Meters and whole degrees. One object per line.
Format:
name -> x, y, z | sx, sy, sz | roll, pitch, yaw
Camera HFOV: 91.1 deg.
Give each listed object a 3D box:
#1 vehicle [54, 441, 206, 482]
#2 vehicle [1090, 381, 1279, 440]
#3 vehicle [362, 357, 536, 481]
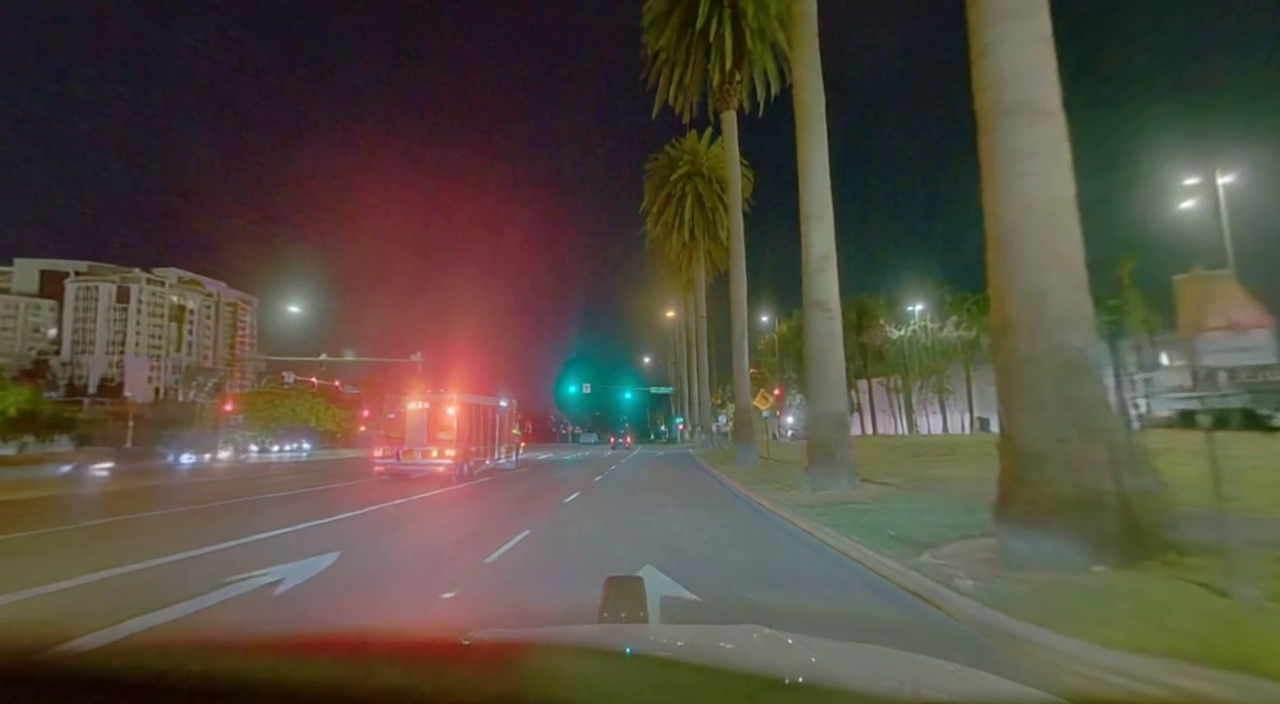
vehicle -> -21.656, 4.642, 27.037 | 2.052, 1.594, 5.203 | 0, -8, 2
vehicle -> 15.089, 1.582, 16.640 | 4.663, 1.457, 2.045 | -1, -7, 2
vehicle -> -6.699, 2.868, 24.782 | 3.008, 3.730, 11.786 | 0, -8, 1
